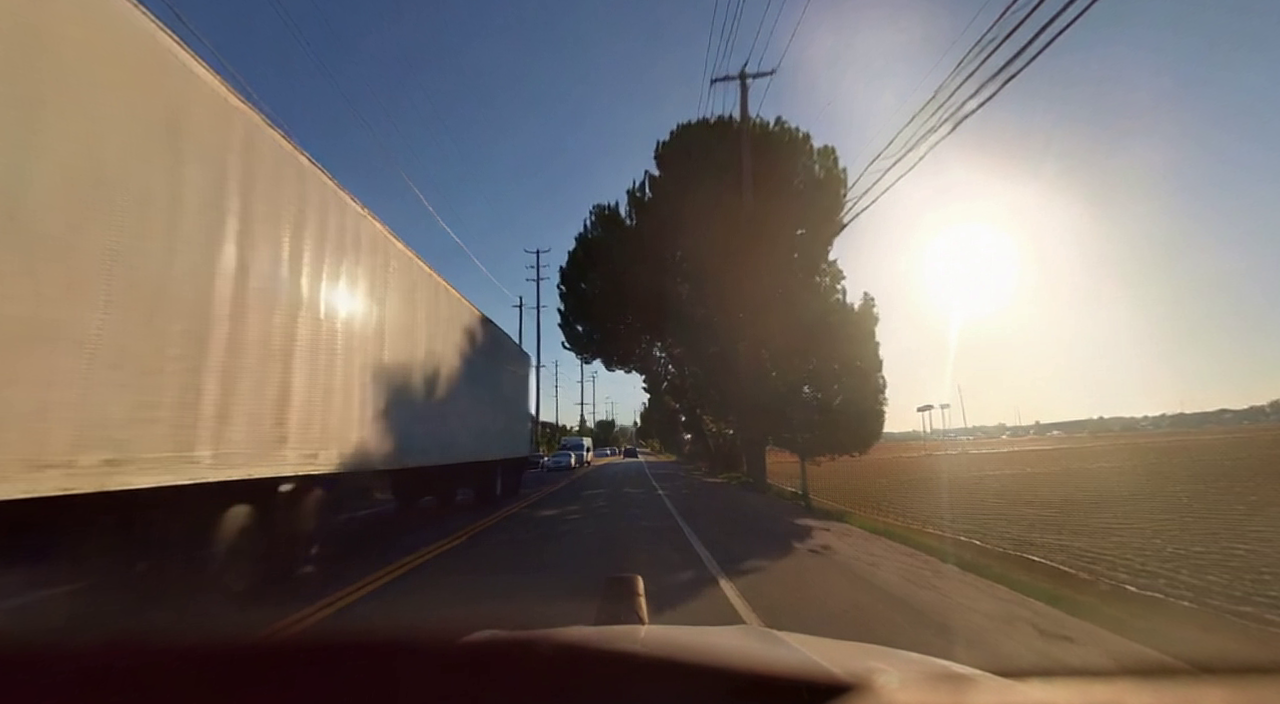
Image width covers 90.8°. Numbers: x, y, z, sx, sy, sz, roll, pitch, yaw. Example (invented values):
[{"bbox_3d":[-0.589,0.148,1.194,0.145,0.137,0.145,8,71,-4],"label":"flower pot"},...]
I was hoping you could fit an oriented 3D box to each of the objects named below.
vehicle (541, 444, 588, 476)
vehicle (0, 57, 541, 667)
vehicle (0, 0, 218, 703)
[{"bbox_3d":[-4.616,6.631,39.204,2.268,1.661,4.642,-3,-8,0],"label":"vehicle"},{"bbox_3d":[-5.018,1.123,12.902,3.452,4.409,16.846,-2,-8,-1],"label":"vehicle"},{"bbox_3d":[-4.819,-0.402,1.471,3.544,4.103,5.897,-2,-9,-2],"label":"vehicle"}]
